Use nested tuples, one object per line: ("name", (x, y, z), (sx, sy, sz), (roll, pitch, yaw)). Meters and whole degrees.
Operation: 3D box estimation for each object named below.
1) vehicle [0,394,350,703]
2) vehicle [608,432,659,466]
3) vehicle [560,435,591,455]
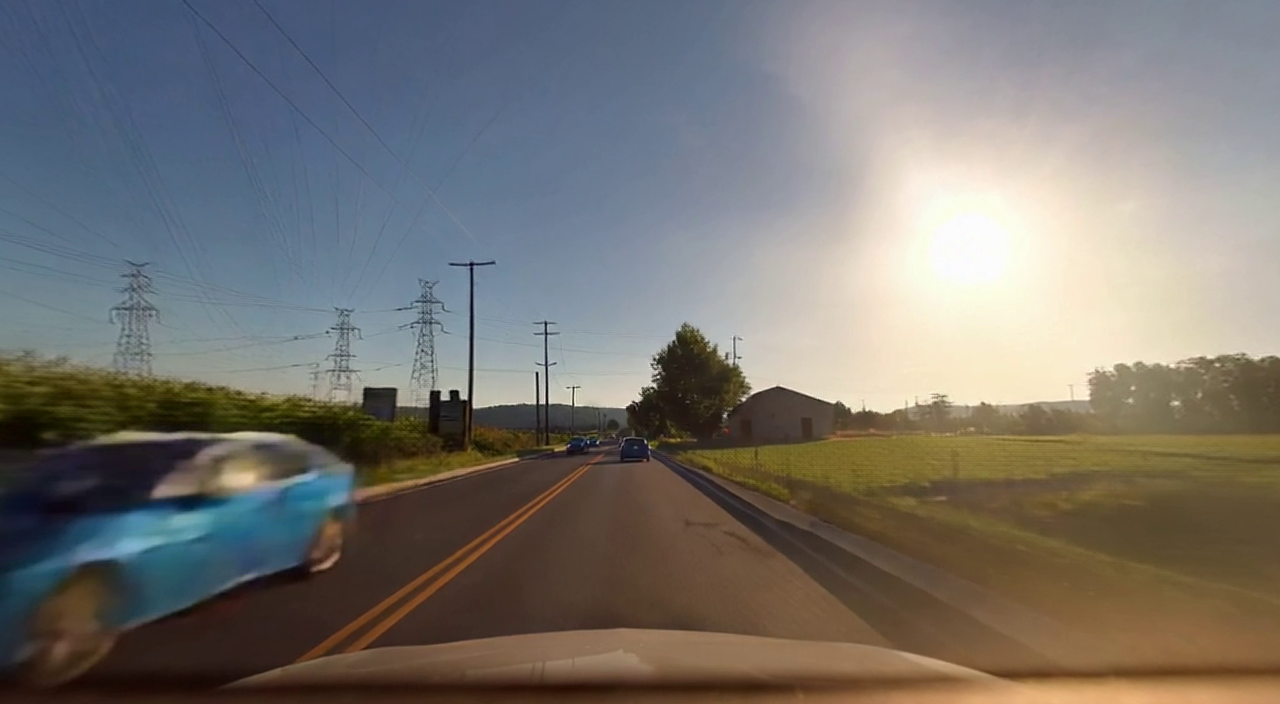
("vehicle", (-4.047, 1.164, 4.464), (2.019, 1.511, 4.290), (0, -8, -1))
("vehicle", (-0.342, 4.524, 29.675), (2.241, 1.471, 3.829), (0, -8, -2))
("vehicle", (-4.909, 7.183, 48.709), (2.034, 1.484, 4.183), (0, -8, -1))
